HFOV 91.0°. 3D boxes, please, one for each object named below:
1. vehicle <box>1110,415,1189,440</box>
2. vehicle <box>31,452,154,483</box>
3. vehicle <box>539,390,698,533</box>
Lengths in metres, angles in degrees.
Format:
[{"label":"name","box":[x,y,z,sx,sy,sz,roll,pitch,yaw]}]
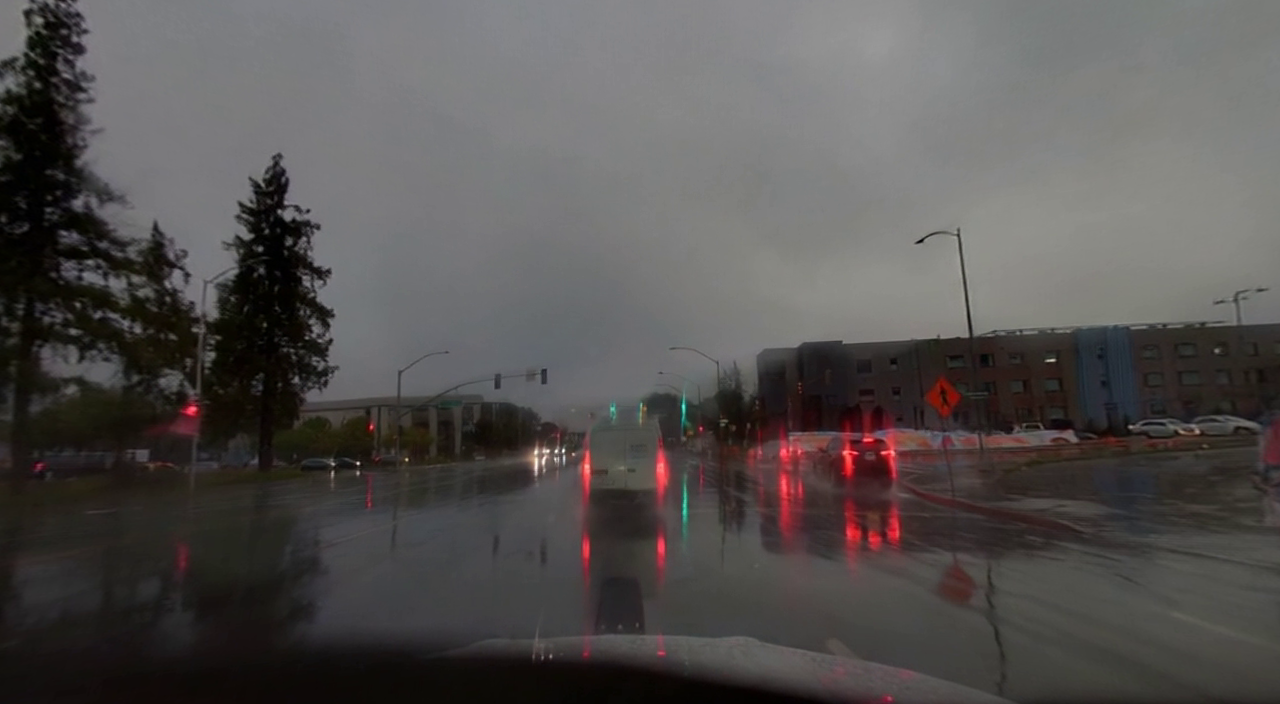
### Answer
[{"label":"vehicle","box":[39.390,5.843,48.832,4.556,1.639,2.002,-2,-8,34]},{"label":"vehicle","box":[-36.164,7.604,41.724,5.755,1.945,2.403,0,-9,-1]},{"label":"vehicle","box":[-0.454,2.054,12.348,2.350,2.122,5.801,0,-8,-3]}]
